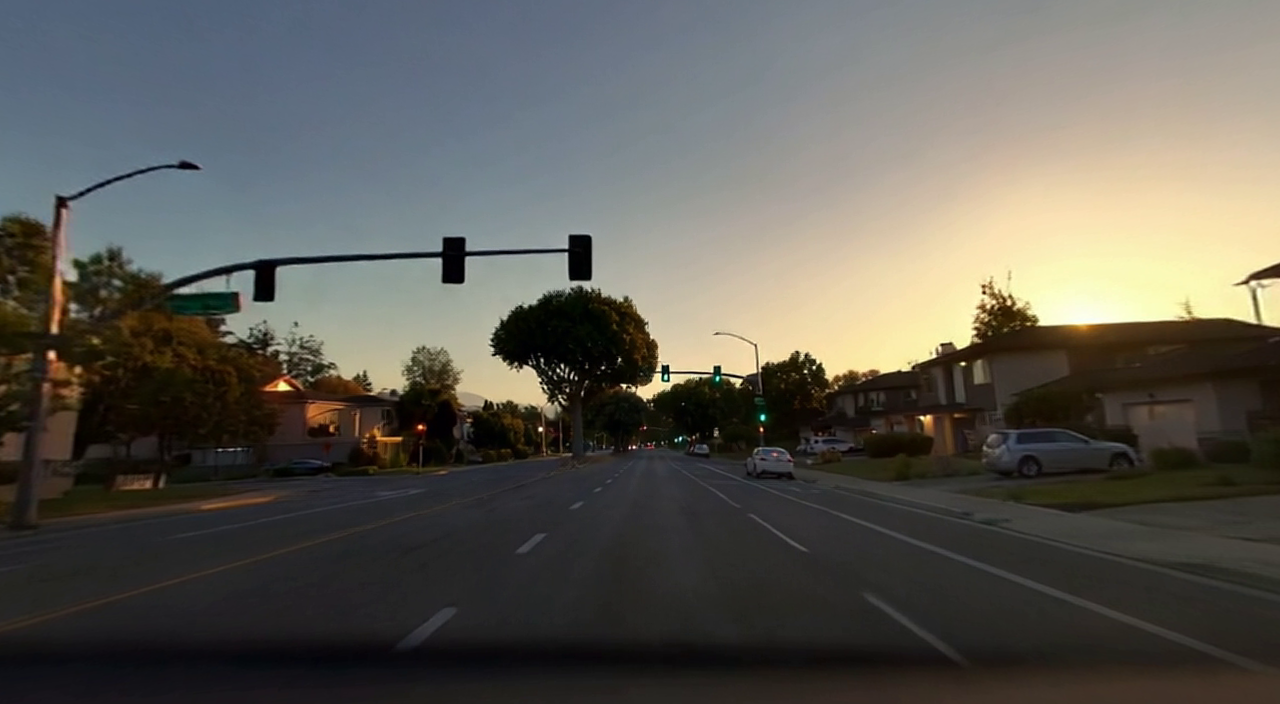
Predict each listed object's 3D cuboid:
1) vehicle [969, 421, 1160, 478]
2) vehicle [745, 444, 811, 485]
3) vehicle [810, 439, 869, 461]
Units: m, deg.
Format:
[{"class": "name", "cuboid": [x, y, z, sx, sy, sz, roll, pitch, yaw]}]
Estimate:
[{"class": "vehicle", "cuboid": [13.379, 3.115, 20.136, 4.474, 1.710, 2.148, 0, -9, 1]}, {"class": "vehicle", "cuboid": [5.734, 4.710, 26.669, 1.950, 1.567, 4.083, 0, -9, 1]}, {"class": "vehicle", "cuboid": [14.918, 7.346, 47.239, 3.769, 1.598, 1.987, 0, -9, 2]}]
